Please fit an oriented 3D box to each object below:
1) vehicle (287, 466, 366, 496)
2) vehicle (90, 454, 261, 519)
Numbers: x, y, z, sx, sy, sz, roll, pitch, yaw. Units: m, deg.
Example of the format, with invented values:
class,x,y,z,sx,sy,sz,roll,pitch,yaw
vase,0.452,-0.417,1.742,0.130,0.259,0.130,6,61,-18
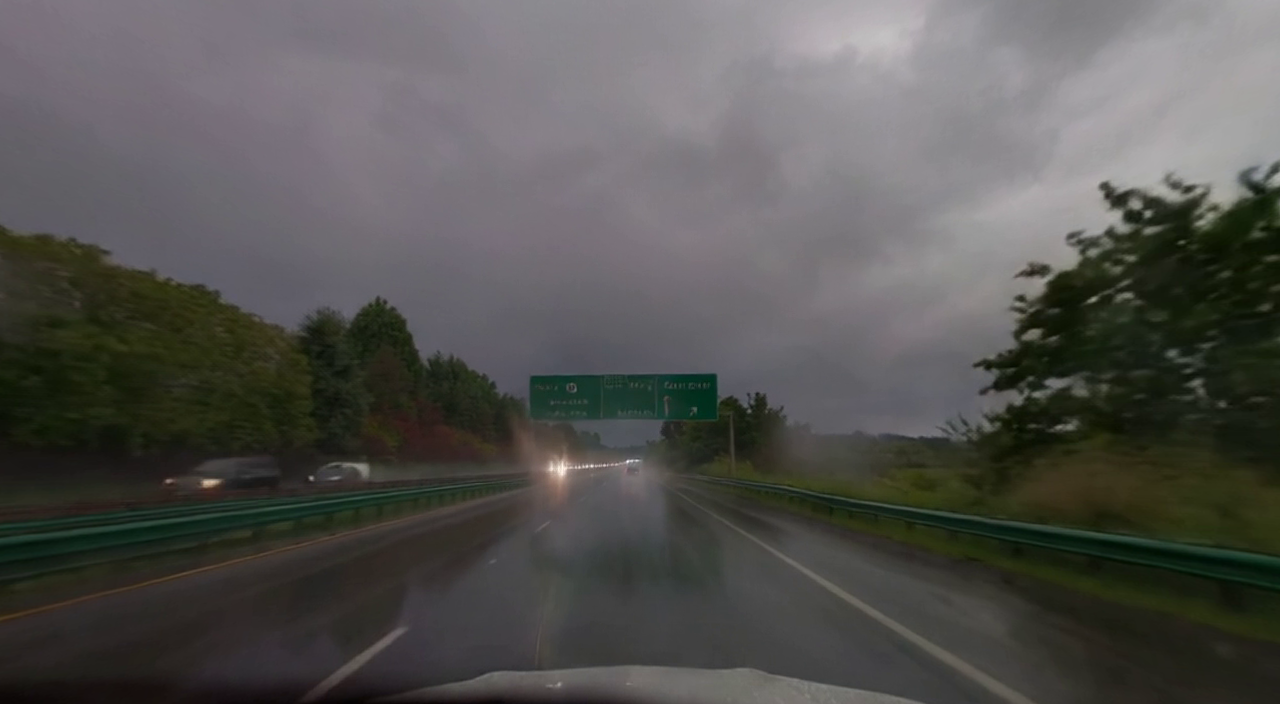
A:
class,x,y,z,sx,sy,sz,roll,pitch,yaw
vehicle,-16.464,6.780,33.331,1.918,1.460,4.462,1,-10,-1
vehicle,-12.754,3.716,17.642,1.931,1.571,3.634,1,-10,0
